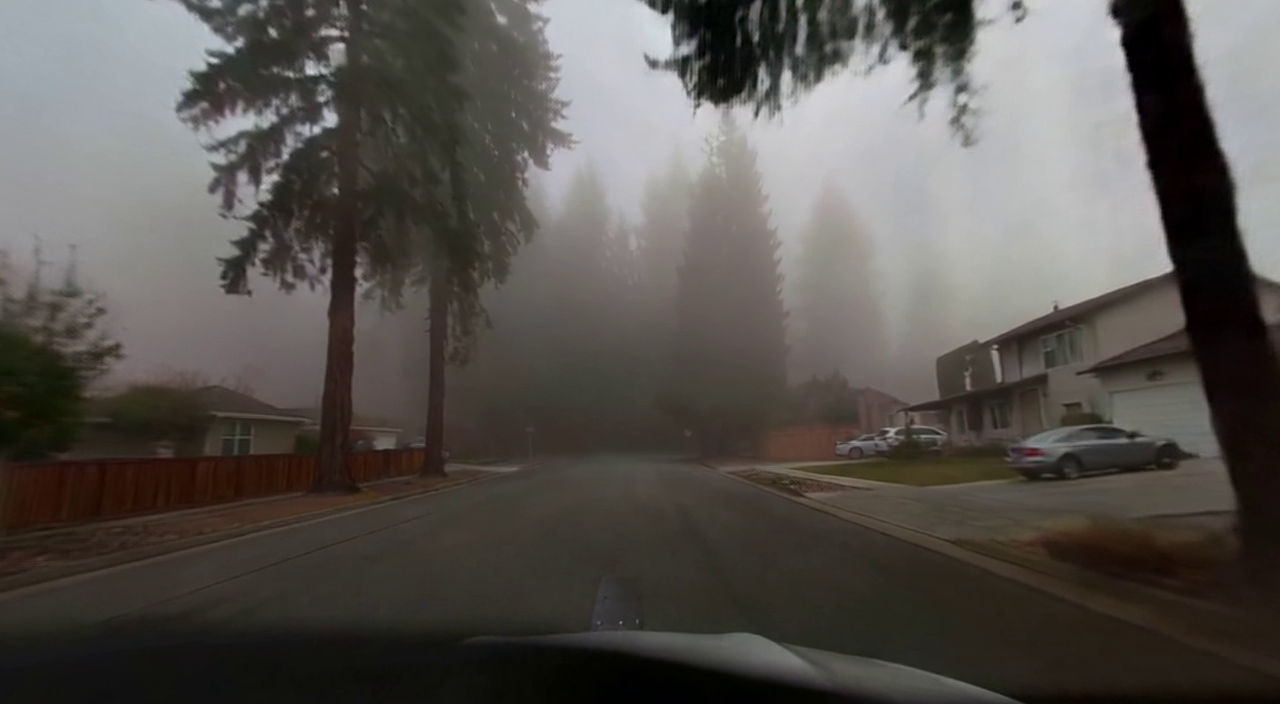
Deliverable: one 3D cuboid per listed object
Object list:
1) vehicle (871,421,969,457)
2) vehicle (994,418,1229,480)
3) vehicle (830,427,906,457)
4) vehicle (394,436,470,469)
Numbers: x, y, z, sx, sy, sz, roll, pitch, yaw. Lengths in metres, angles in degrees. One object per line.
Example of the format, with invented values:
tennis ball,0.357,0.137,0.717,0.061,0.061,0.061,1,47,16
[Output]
vehicle,14.249,4.477,32.390,4.261,1.725,1.955,-2,-9,14
vehicle,11.740,2.456,15.990,4.415,1.457,1.797,0,-8,1
vehicle,12.871,5.117,35.875,3.780,1.601,2.025,-2,-9,13
vehicle,-12.737,6.104,38.529,4.656,1.835,2.039,-6,-11,37
